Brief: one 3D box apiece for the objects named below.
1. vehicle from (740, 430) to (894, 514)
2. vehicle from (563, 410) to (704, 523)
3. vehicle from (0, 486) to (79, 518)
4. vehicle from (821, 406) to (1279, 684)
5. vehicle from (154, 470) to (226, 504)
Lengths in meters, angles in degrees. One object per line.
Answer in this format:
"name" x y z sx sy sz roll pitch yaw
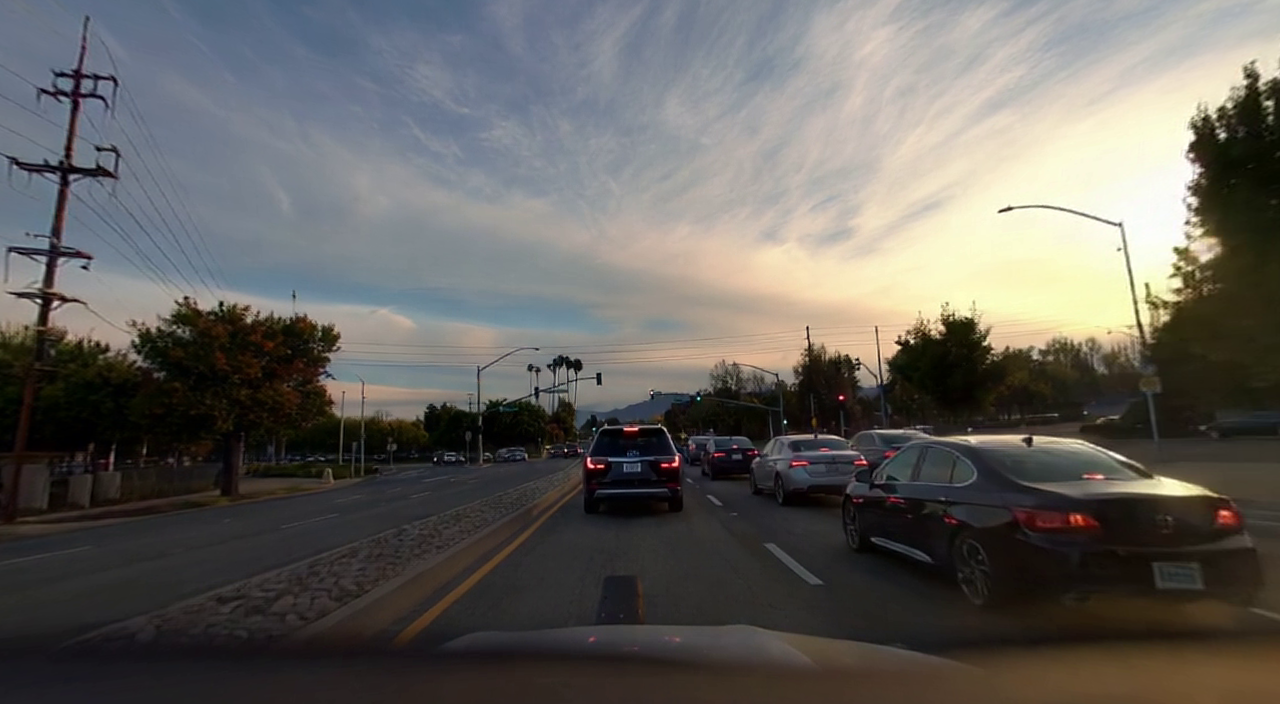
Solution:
"vehicle" 3.514 2.463 13.493 1.952 1.477 4.417 0 -8 -1
"vehicle" -0.140 2.184 12.508 2.300 1.821 4.254 0 -8 -1
"vehicle" -33.348 8.157 34.436 3.637 1.483 2.007 -1 -8 0
"vehicle" 3.302 1.362 5.683 1.984 1.462 4.513 0 -8 0
"vehicle" -25.581 7.637 35.908 3.826 1.522 1.741 -2 -8 30
